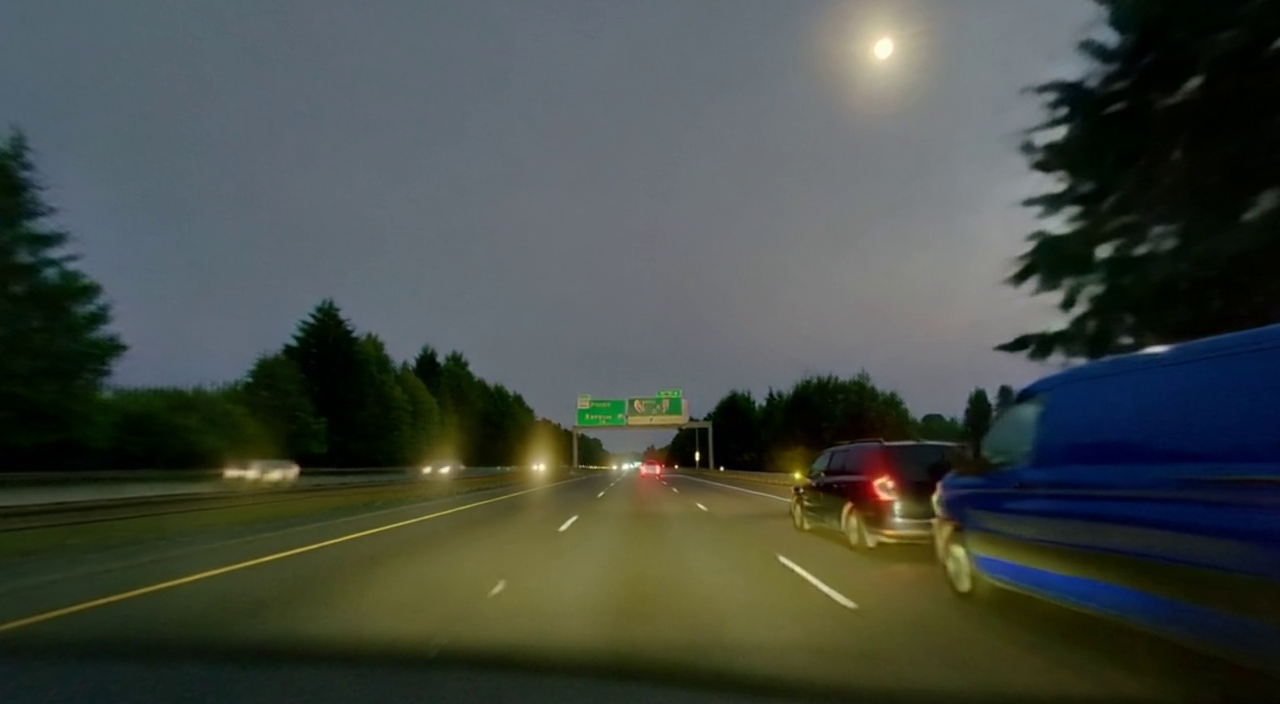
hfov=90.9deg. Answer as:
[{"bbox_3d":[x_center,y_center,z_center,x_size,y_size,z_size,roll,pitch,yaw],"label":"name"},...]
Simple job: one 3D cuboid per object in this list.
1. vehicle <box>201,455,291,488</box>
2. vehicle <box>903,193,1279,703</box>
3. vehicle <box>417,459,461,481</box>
[{"bbox_3d":[-19.243,5.875,30.981,1.756,1.446,4.027,1,-11,0],"label":"vehicle"},{"bbox_3d":[4.511,0.780,3.998,2.737,2.711,6.687,1,-11,0],"label":"vehicle"},{"bbox_3d":[-14.915,8.783,46.982,1.915,1.493,3.984,1,-11,0],"label":"vehicle"}]
